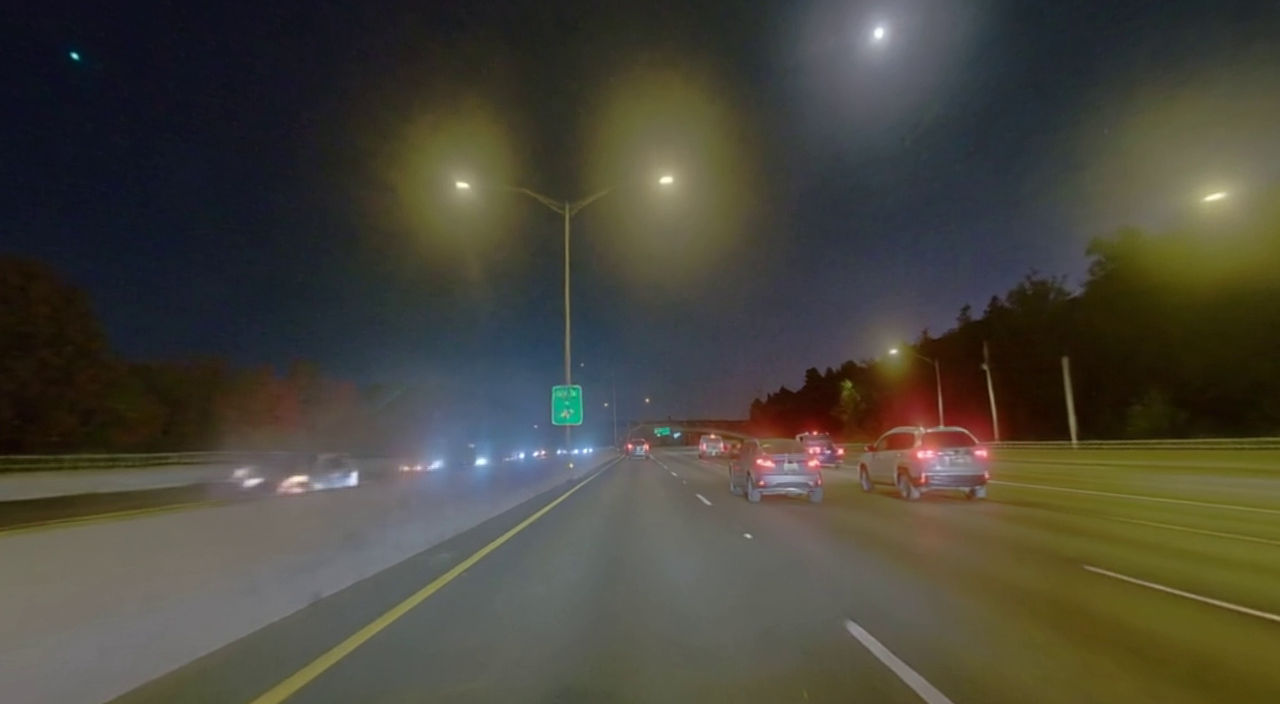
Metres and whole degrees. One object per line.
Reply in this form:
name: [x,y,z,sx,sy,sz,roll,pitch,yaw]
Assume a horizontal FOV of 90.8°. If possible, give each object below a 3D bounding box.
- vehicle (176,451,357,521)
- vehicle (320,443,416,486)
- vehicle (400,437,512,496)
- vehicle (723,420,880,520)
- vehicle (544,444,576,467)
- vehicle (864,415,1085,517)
vehicle: [-9.351,3.338,16.349,2.020,1.494,4.353,0,-8,0]
vehicle: [-13.304,5.495,31.403,2.211,1.919,5.718,0,-8,1]
vehicle: [-5.610,3.540,19.964,2.184,1.638,4.522,0,-8,0]
vehicle: [3.075,2.358,13.106,2.059,1.711,4.302,0,-8,0]
vehicle: [-5.877,7.622,46.651,1.827,1.619,3.866,0,-8,0]
vehicle: [6.871,2.404,13.811,2.040,1.801,4.959,0,-8,-1]
